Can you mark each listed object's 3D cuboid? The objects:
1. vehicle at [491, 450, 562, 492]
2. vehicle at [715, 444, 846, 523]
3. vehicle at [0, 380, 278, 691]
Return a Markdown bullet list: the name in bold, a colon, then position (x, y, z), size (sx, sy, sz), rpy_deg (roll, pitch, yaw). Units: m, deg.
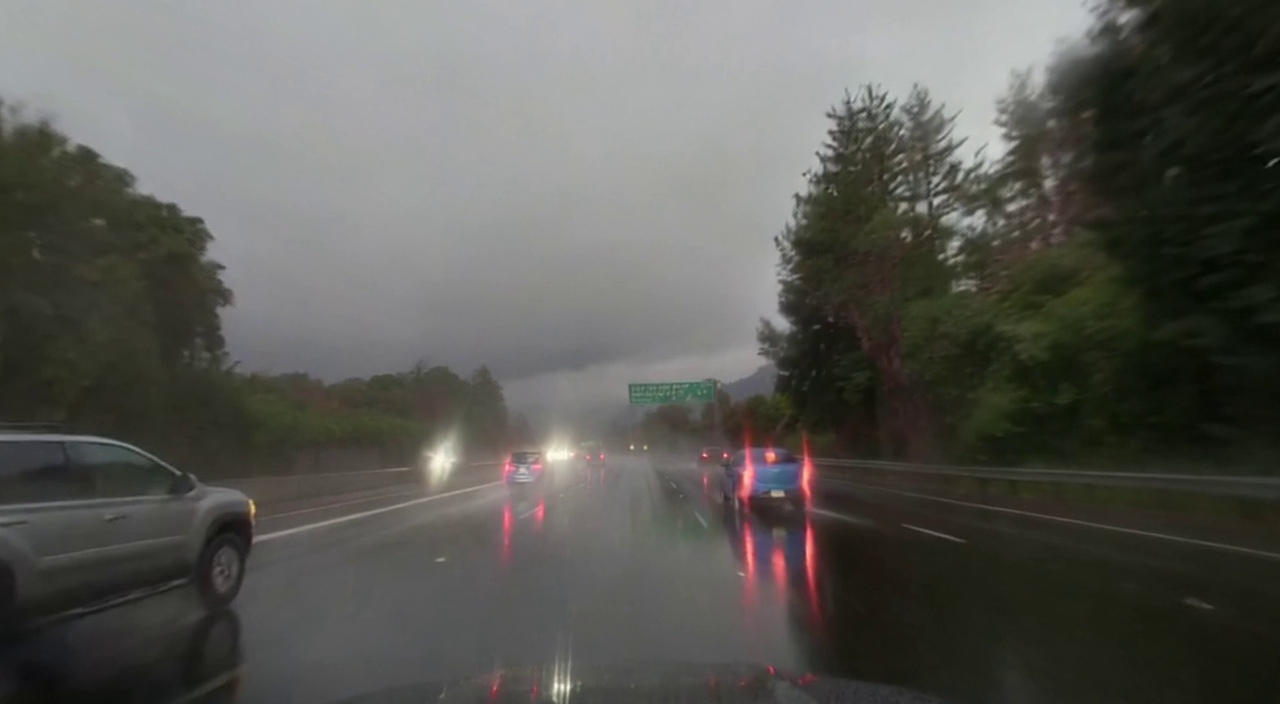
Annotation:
- **vehicle**: position (-4.390, 4.690, 25.110), size (2.009, 1.488, 4.289), rpy_deg (0, -9, 0)
- **vehicle**: position (3.089, 3.012, 14.939), size (2.120, 1.572, 4.344), rpy_deg (0, -9, 0)
- **vehicle**: position (-4.666, 1.116, 4.025), size (2.079, 1.745, 4.281), rpy_deg (0, -9, 1)
